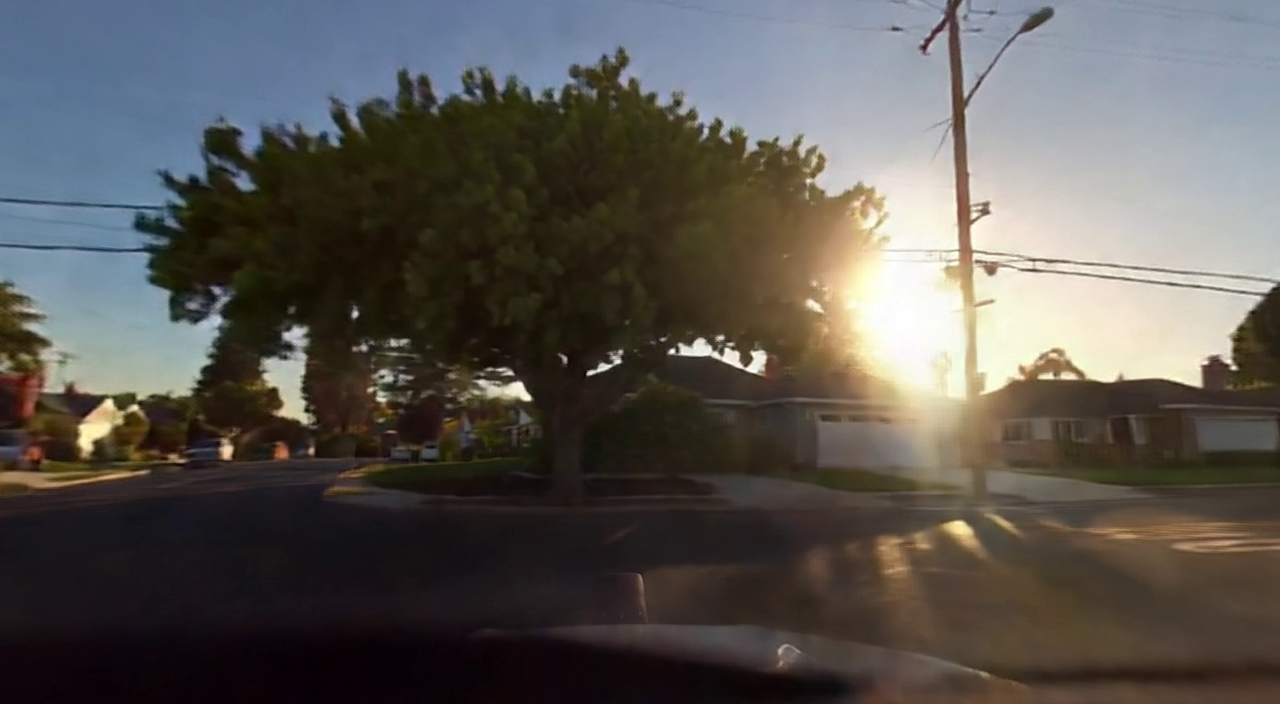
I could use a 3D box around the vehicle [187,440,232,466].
[{"bbox_3d":[-33.366,7.767,48.863,2.434,1.889,5.594,7,-10,-37],"label":"vehicle"}]
